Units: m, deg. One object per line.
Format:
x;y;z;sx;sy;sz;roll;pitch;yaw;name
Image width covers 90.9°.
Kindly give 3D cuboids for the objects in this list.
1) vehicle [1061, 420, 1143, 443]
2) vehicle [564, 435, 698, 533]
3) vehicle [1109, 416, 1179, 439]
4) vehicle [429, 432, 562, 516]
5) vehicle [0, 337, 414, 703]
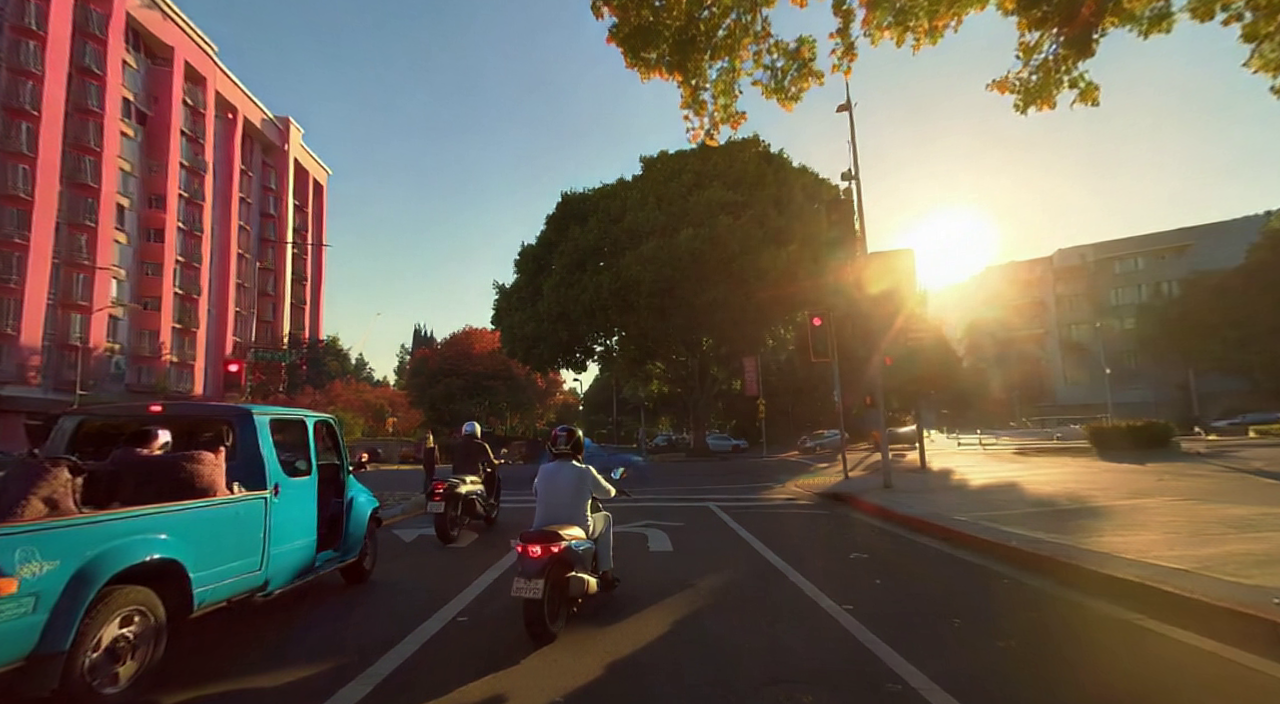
30.830;5.332;42.105;1.751;1.420;4.027;8;-12;-43;vehicle
-0.102;2.305;11.620;2.025;1.458;4.085;-1;-9;1;vehicle
37.086;5.600;46.415;1.716;1.543;3.682;8;-12;-41;vehicle
-3.093;2.711;14.449;1.935;1.615;4.073;-1;-9;2;vehicle
-3.579;1.166;4.612;2.000;1.809;4.855;0;-9;0;vehicle
